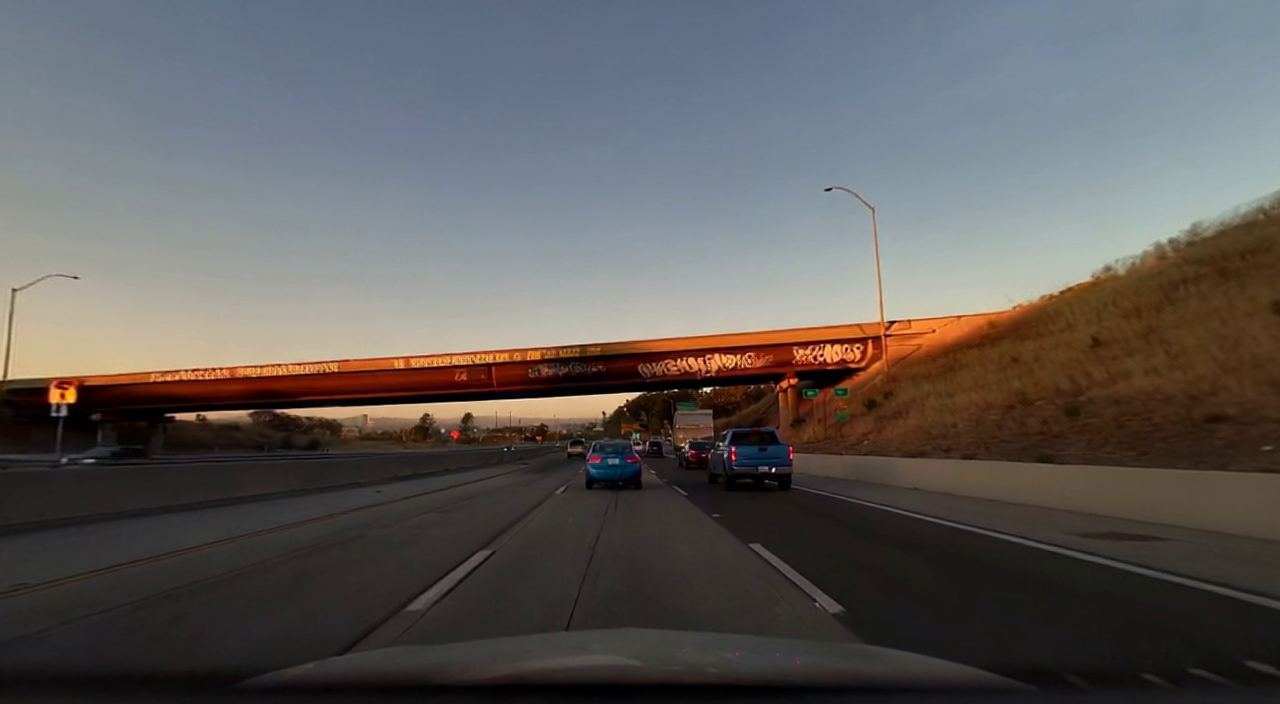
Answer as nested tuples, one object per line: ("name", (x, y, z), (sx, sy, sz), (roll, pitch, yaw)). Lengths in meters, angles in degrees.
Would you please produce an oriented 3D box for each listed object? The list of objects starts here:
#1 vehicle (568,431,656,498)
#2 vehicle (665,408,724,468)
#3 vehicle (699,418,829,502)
("vehicle", (-0.724, 3.116, 17.788), (2.193, 1.651, 3.946), (0, -8, -1))
("vehicle", (3.262, 5.495, 39.929), (2.873, 3.408, 7.323), (0, -8, -1))
("vehicle", (3.152, 2.949, 17.630), (2.311, 1.922, 5.977), (0, -8, -1))
